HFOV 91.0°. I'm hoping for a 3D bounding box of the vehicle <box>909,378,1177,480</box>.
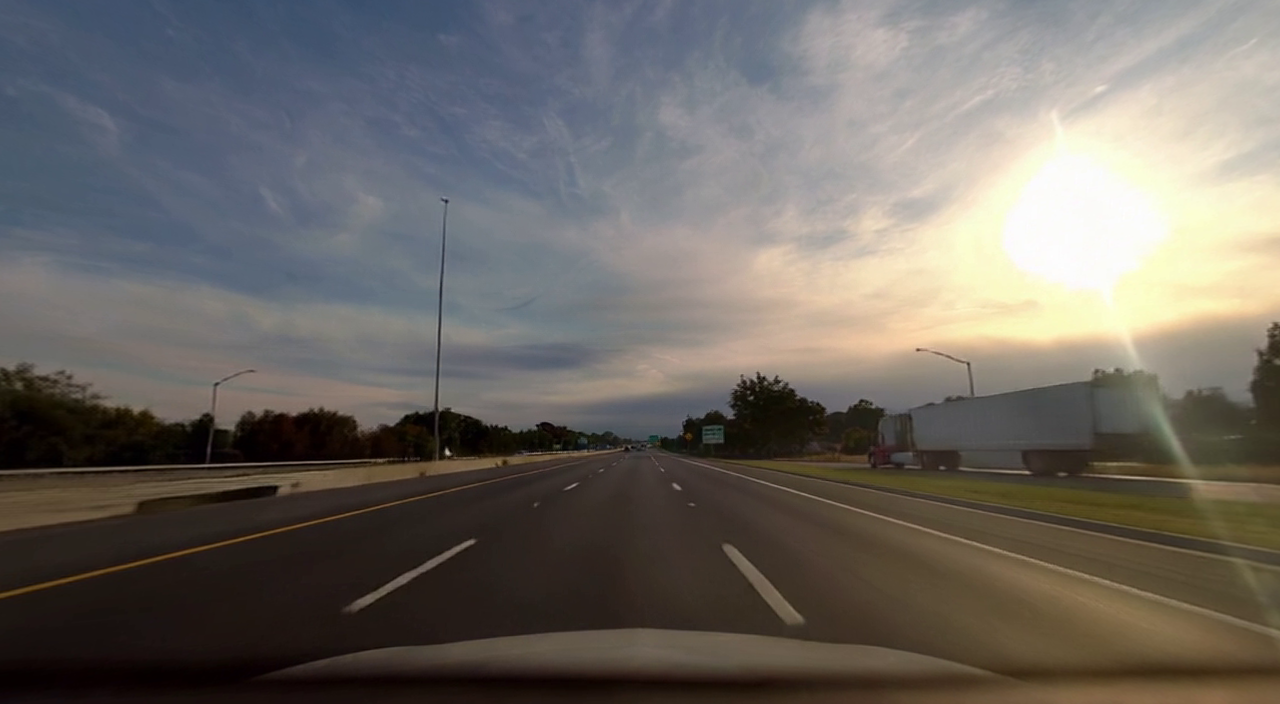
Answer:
[{"bbox_3d":[20.105,4.403,34.044,2.939,4.193,15.754,1,-9,-5],"label":"vehicle"}]
